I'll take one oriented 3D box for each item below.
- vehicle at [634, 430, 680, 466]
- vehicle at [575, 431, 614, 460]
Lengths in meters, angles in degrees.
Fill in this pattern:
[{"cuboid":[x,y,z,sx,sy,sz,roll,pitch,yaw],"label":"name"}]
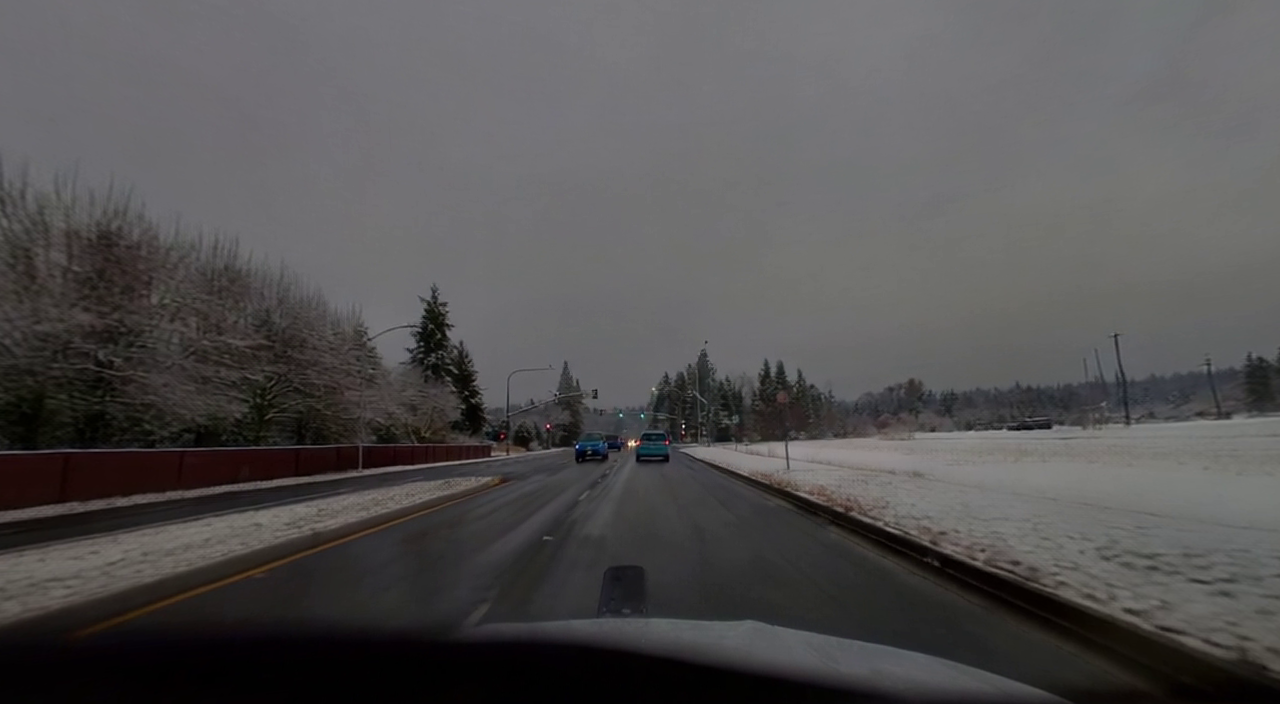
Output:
[{"cuboid":[0.813,4.848,31.834,2.127,1.665,3.993,0,-8,0],"label":"vehicle"},{"cuboid":[-2.907,6.144,41.400,2.190,1.766,4.394,0,-8,1],"label":"vehicle"}]
